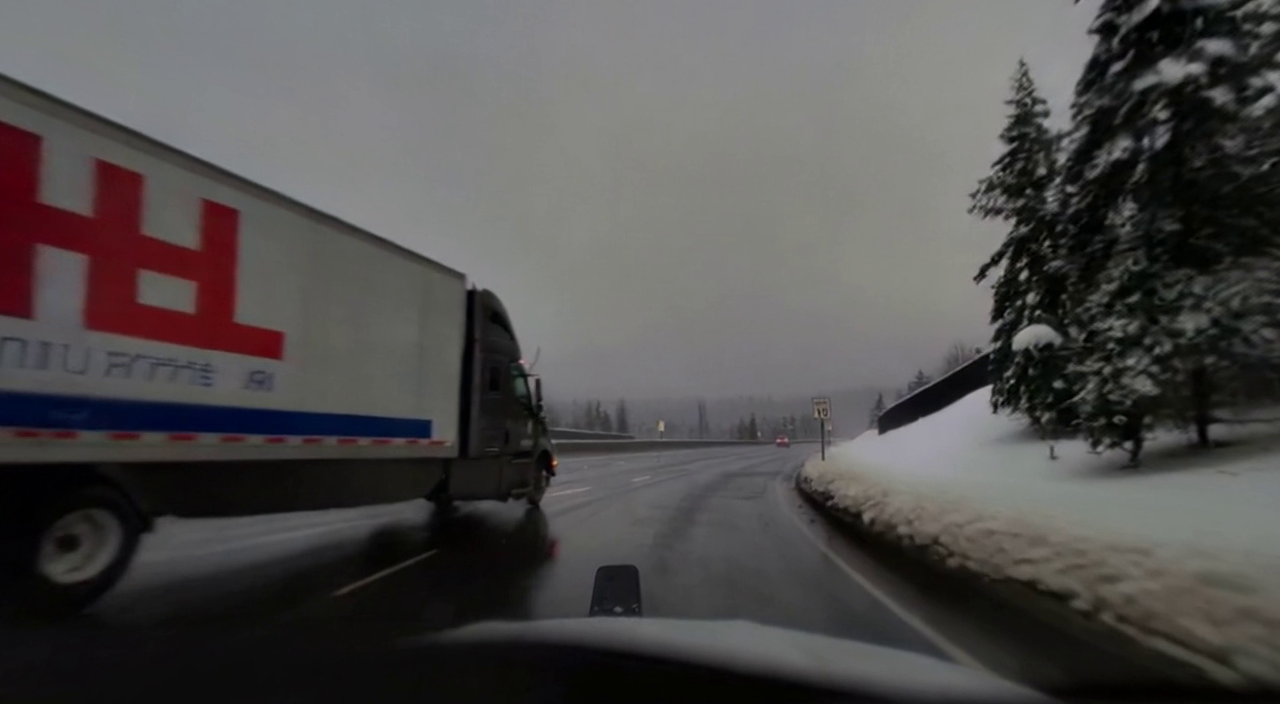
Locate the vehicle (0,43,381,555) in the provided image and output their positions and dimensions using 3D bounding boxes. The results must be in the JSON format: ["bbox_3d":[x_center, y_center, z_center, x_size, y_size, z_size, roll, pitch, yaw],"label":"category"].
[{"bbox_3d":[-6.586,-0.419,5.627,2.796,4.184,8.554,-1,-8,17],"label":"vehicle"}]

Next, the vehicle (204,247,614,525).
[{"bbox_3d":[-3.769,1.158,14.517,2.997,4.029,10.500,-2,-8,17],"label":"vehicle"}]
